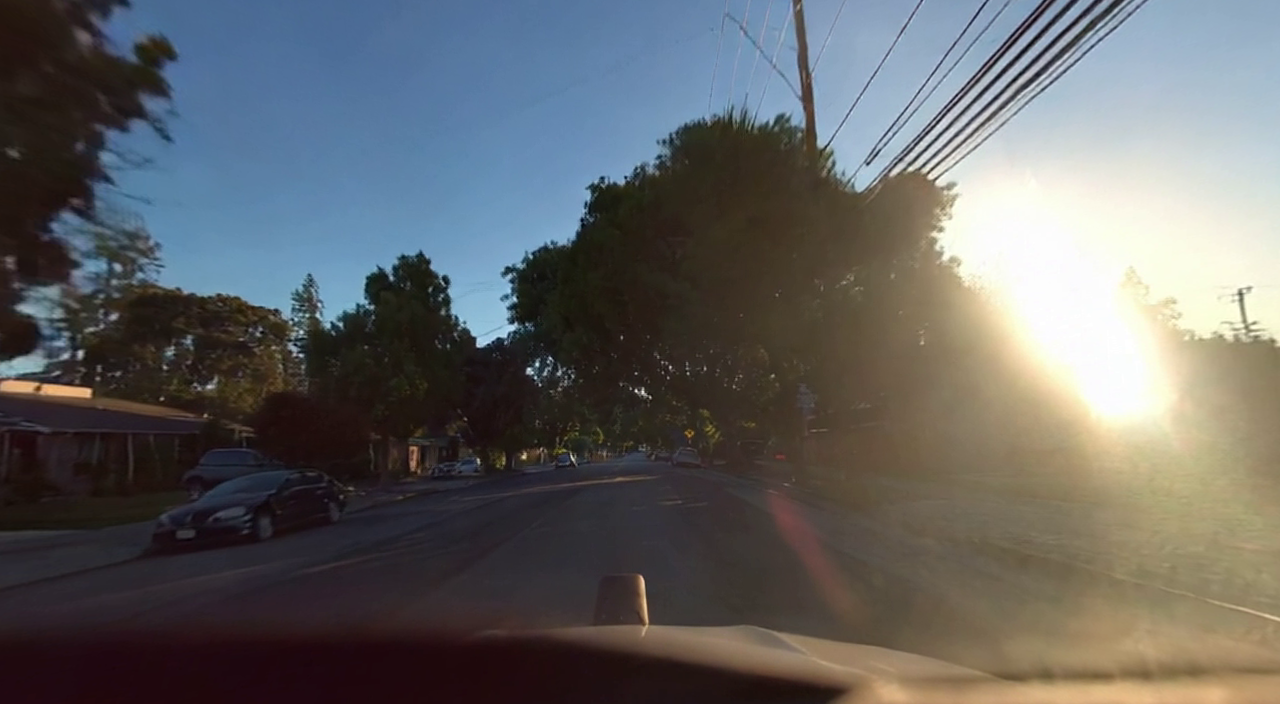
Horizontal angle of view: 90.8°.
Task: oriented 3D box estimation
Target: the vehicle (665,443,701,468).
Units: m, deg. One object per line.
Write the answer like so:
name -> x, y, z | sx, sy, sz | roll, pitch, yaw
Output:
vehicle -> 3.086, 7.587, 46.376 | 2.128, 1.724, 4.492 | 0, -8, -2
